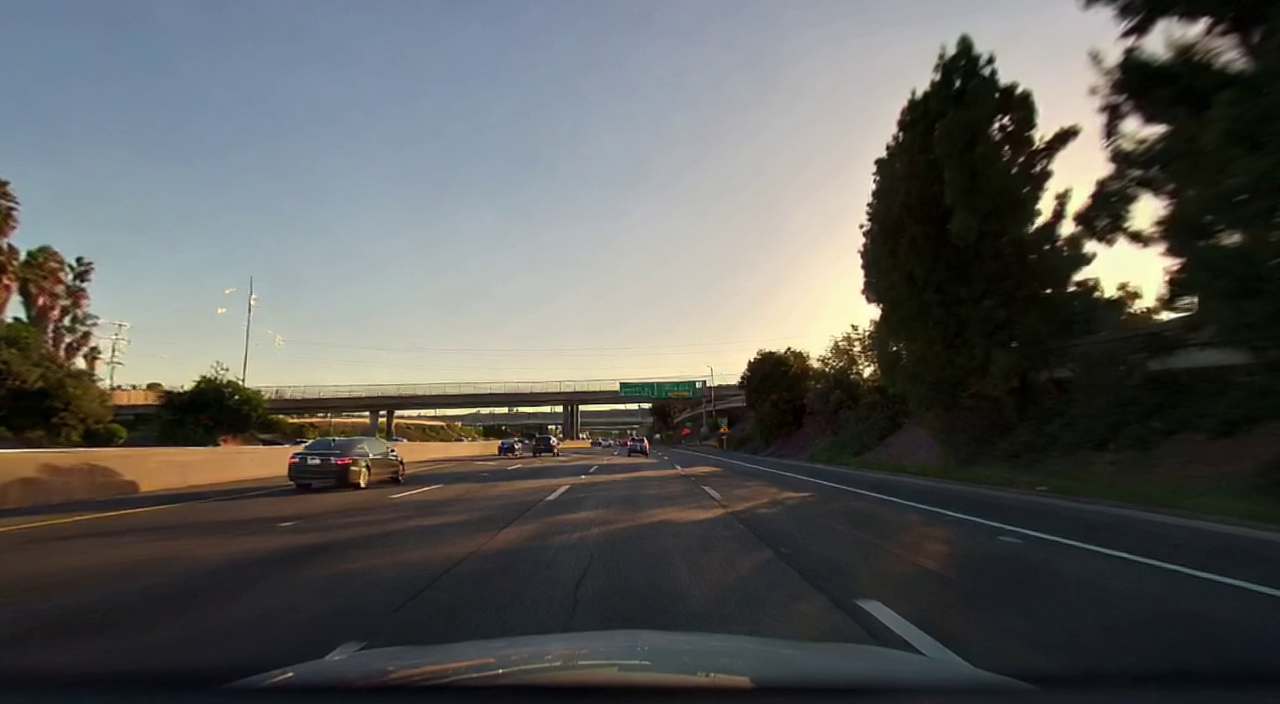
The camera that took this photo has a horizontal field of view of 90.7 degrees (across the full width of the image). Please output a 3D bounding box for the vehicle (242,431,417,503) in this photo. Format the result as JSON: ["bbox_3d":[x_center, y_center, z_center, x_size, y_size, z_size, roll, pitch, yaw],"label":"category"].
[{"bbox_3d":[-7.388,2.768,15.701,1.994,1.487,4.605,0,-8,0],"label":"vehicle"}]

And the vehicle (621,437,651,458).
[{"bbox_3d":[-0.316,7.114,47.238,2.086,1.472,4.168,0,-8,-1],"label":"vehicle"}]

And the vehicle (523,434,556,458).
[{"bbox_3d":[-7.854,7.387,49.816,1.971,1.715,4.329,0,-8,0],"label":"vehicle"}]
